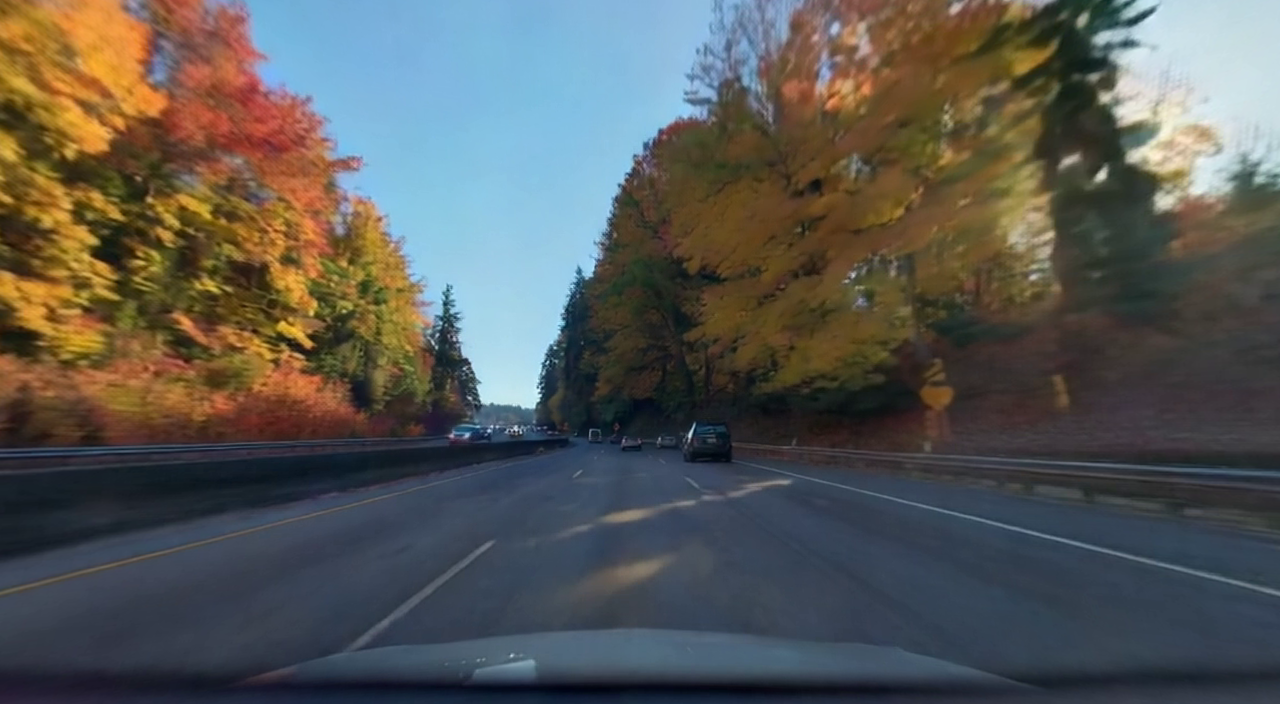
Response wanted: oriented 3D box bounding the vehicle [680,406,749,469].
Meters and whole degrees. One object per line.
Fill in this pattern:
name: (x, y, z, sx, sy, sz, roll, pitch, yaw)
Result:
vehicle: (3.339, 4.005, 29.523, 2.411, 2.614, 5.781, 0, -8, -1)
